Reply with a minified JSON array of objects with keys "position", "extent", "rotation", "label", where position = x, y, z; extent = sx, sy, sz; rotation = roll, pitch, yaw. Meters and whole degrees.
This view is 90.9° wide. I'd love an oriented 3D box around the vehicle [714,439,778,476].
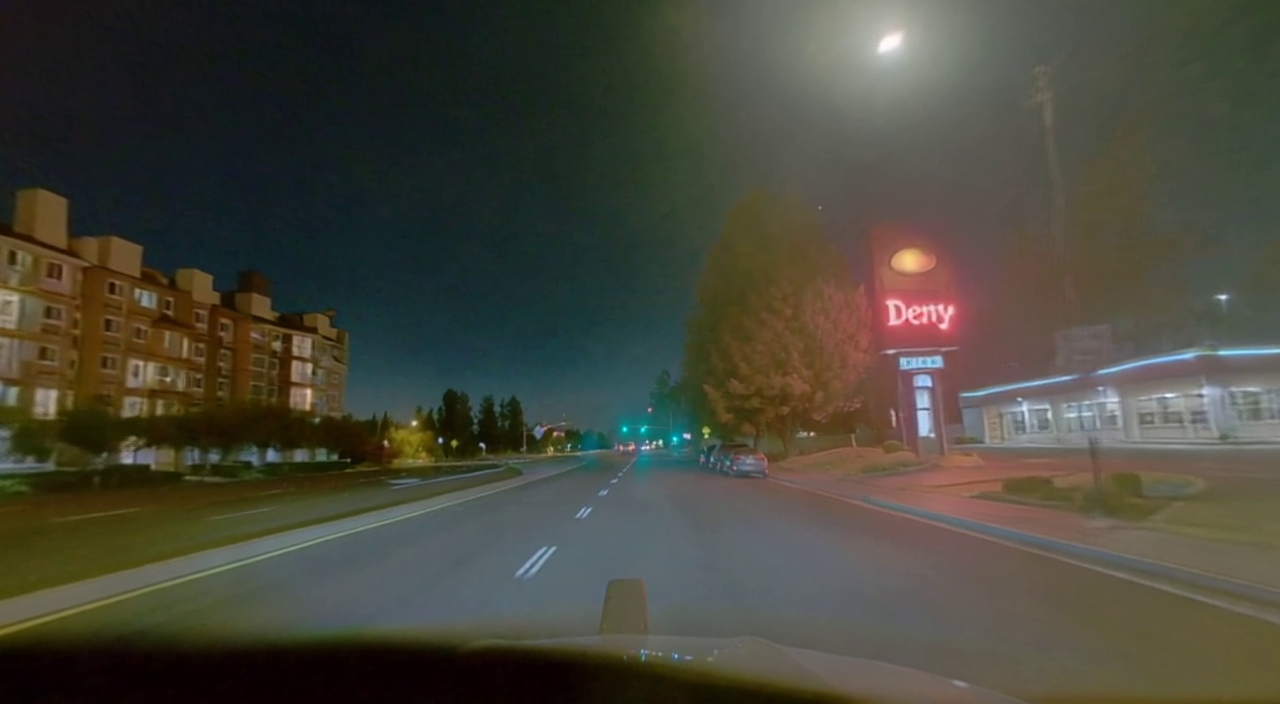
[{"position":[4.725,4.780,28.857],"extent":[2.085,1.509,5.134],"rotation":[0,-8,1],"label":"vehicle"}]
